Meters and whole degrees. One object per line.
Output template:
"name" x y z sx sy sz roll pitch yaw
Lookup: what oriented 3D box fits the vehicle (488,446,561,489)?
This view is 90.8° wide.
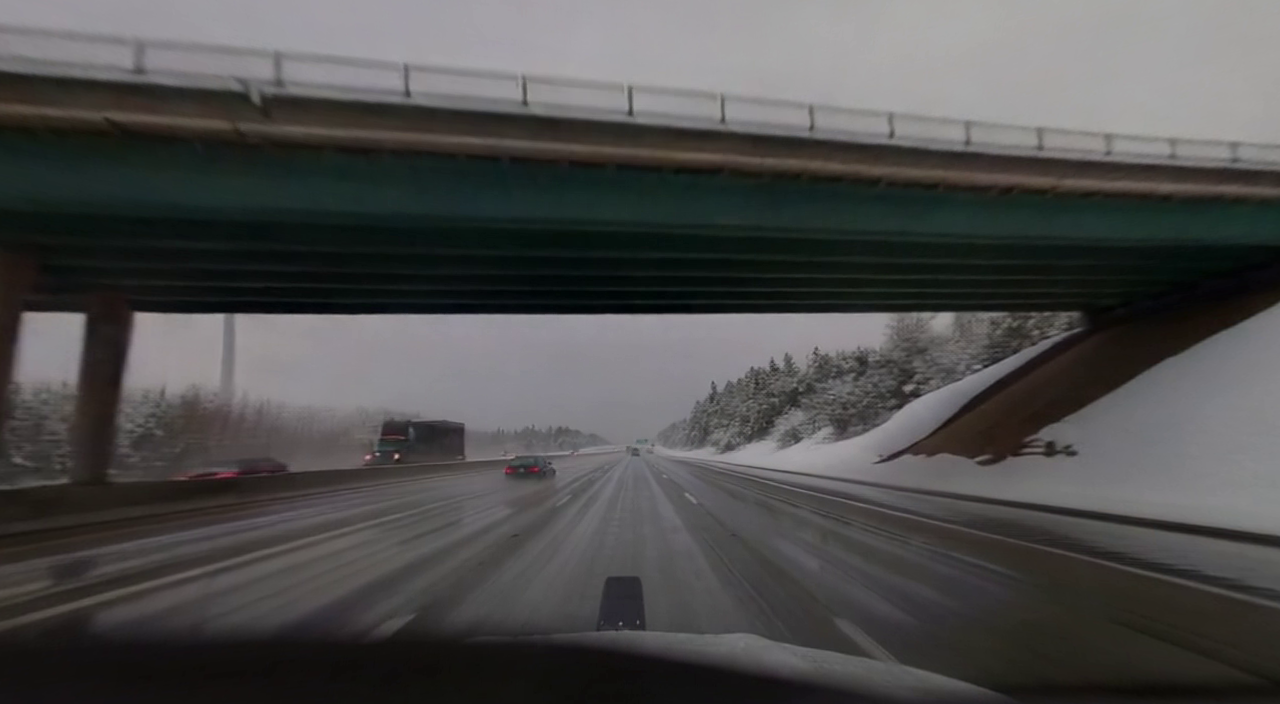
"vehicle" -4.237 4.308 23.834 1.921 1.481 4.120 0 -9 0

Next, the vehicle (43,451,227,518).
"vehicle" -11.912 3.100 15.199 1.590 1.384 3.364 0 -9 1
